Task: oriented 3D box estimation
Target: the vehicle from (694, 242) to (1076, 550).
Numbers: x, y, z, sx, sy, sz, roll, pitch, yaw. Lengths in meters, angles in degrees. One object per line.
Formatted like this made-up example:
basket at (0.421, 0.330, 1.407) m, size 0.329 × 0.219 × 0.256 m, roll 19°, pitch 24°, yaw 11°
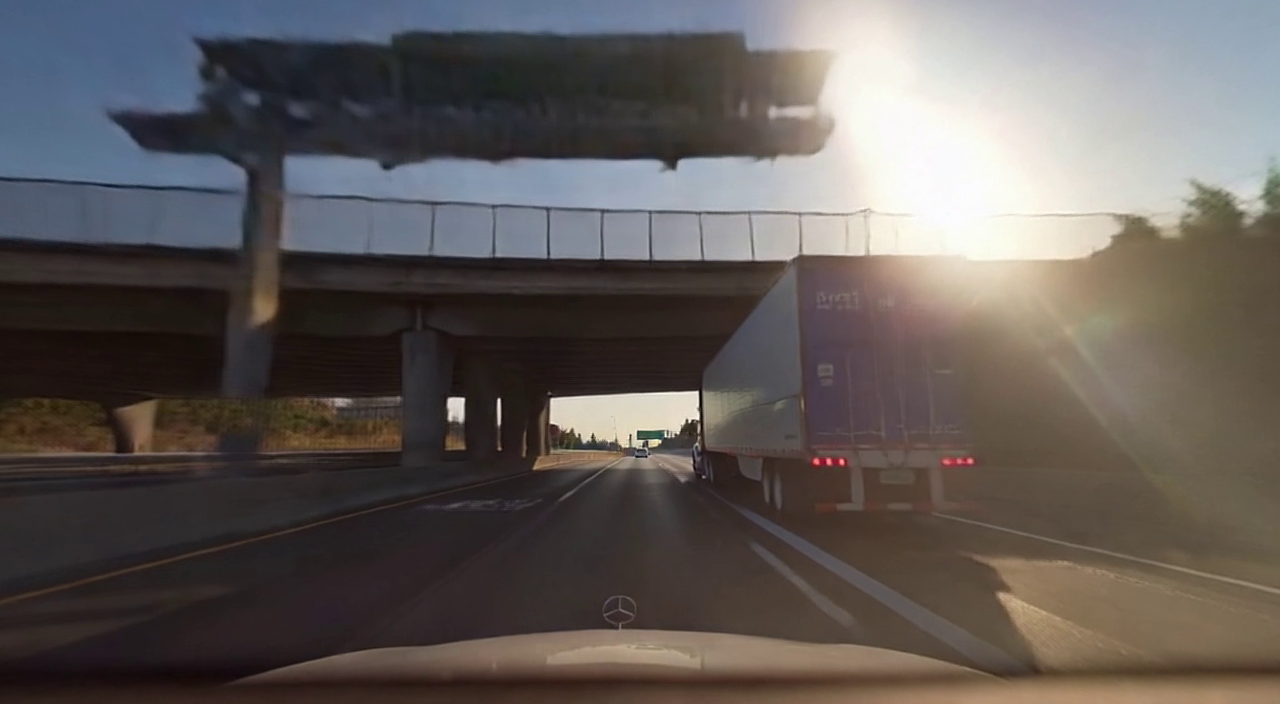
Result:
vehicle at (3.743, 1.620, 15.419) m, size 3.244 × 4.020 × 14.561 m, roll 0°, pitch -9°, yaw -1°
